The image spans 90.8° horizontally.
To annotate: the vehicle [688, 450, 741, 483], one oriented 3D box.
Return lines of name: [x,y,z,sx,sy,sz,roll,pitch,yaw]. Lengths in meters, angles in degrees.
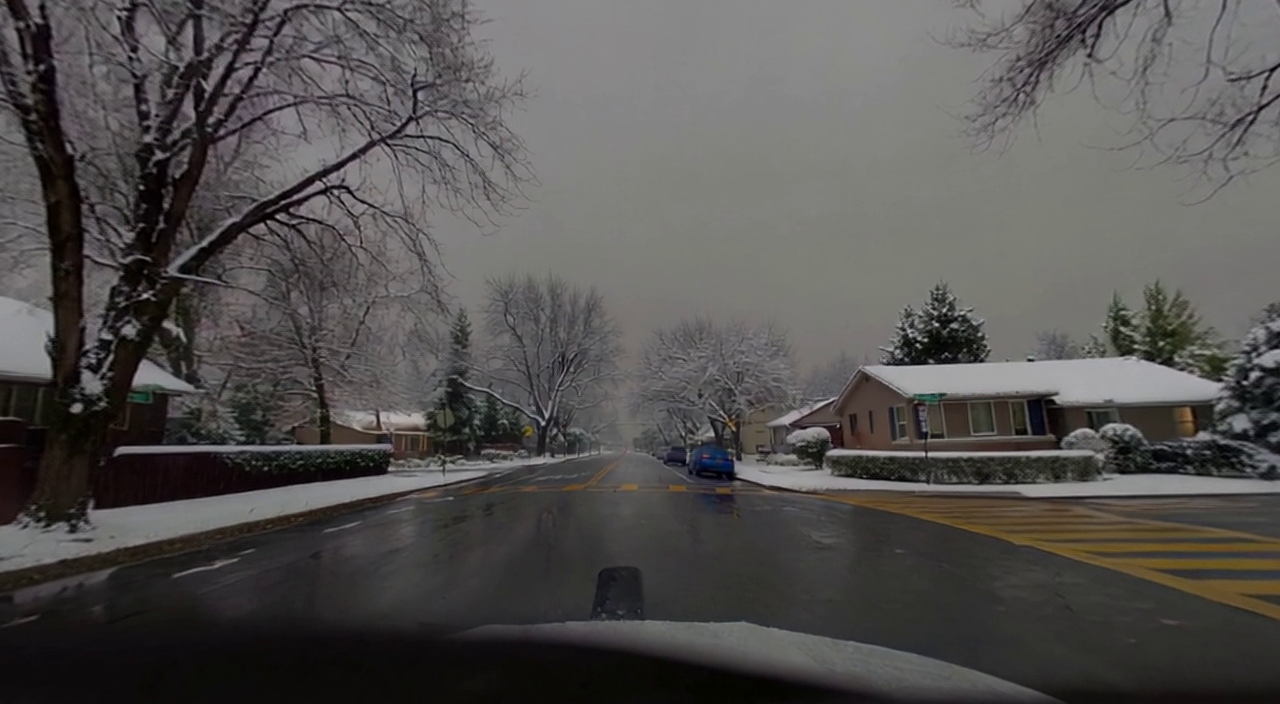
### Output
vehicle: [3.629,5.633,31.460,1.961,1.472,4.434,0,-9,-2]
